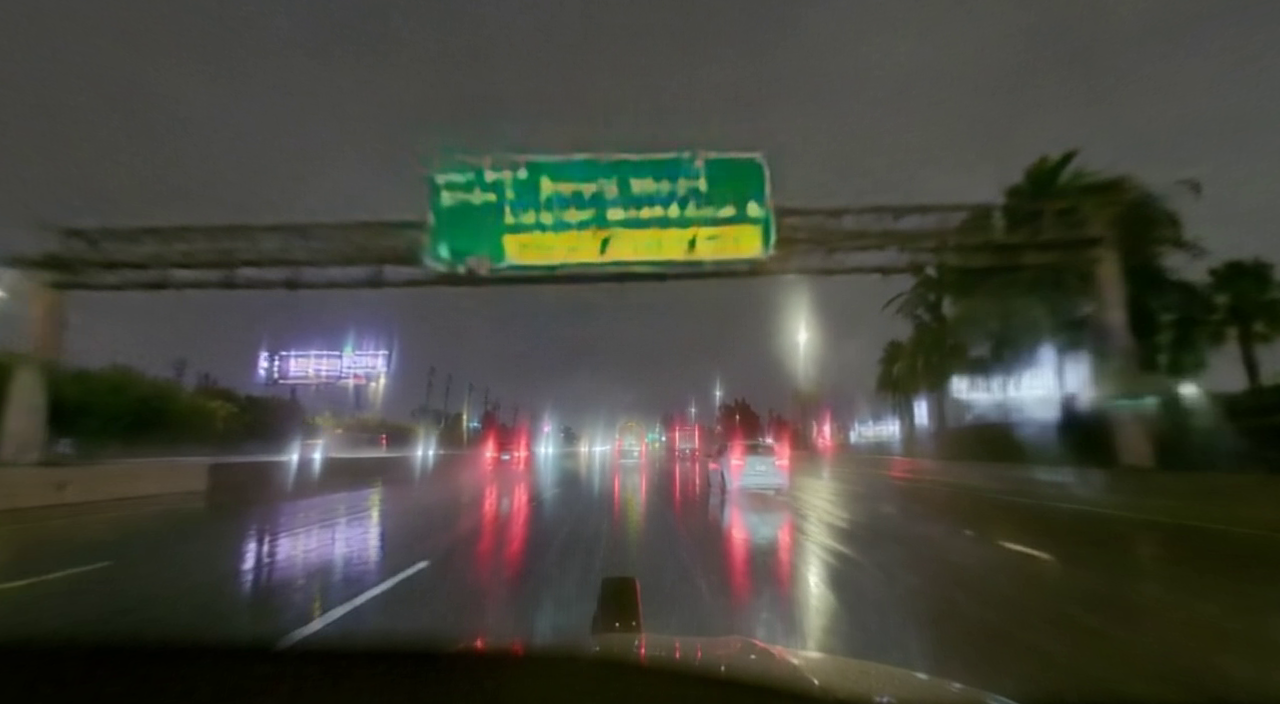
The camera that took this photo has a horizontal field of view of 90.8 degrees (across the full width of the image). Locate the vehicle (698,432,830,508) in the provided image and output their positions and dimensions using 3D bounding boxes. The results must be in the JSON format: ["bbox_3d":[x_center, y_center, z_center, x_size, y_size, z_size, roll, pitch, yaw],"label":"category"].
[{"bbox_3d":[2.872,2.872,15.866,2.175,1.598,4.584,0,-9,-3],"label":"vehicle"}]

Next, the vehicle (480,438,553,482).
[{"bbox_3d":[-4.855,4.304,25.540,2.021,1.598,4.887,0,-8,-1],"label":"vehicle"}]

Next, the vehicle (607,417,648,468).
[{"bbox_3d":[-0.857,5.828,40.576,2.364,2.953,6.495,0,-8,-2],"label":"vehicle"}]
